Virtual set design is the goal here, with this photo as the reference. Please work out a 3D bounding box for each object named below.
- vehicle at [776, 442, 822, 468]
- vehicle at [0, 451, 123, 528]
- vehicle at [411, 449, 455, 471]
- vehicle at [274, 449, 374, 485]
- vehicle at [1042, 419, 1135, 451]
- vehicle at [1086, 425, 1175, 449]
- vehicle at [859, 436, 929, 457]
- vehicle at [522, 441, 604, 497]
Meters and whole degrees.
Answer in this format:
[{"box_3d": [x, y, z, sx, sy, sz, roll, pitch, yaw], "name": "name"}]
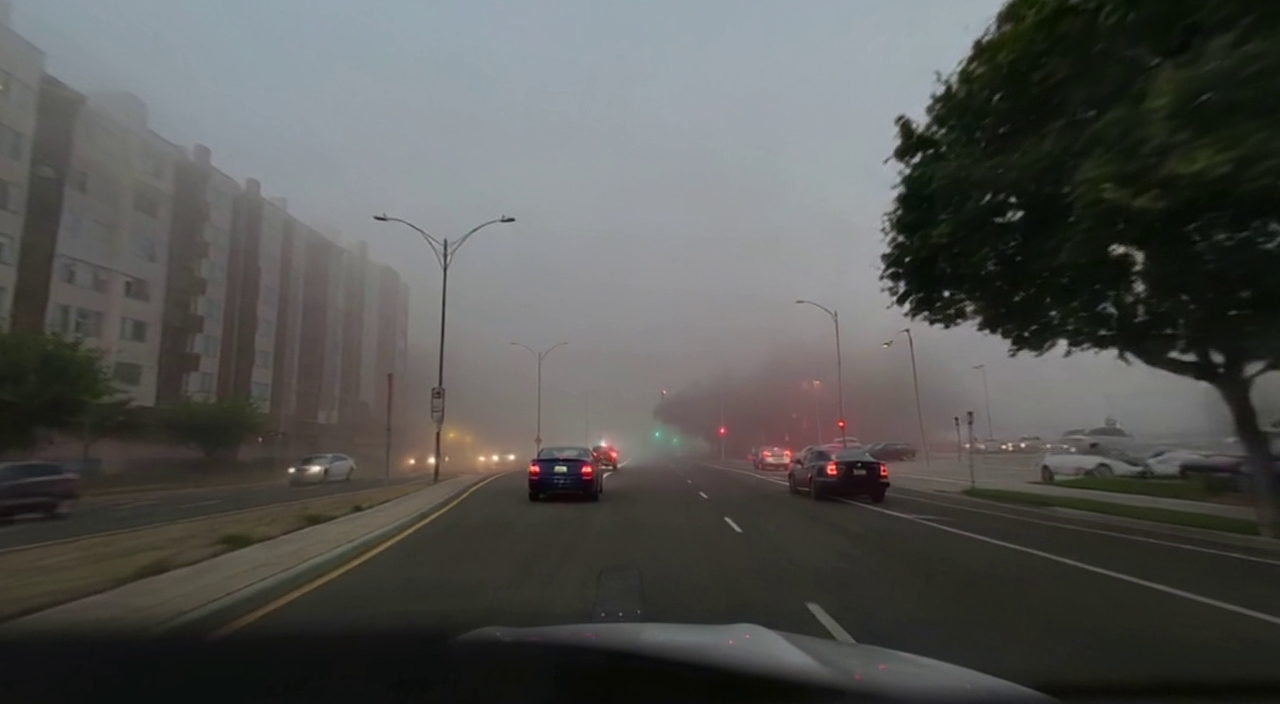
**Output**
[{"box_3d": [10.826, 7.009, 43.311, 1.975, 1.677, 4.400, 0, -9, -1], "name": "vehicle"}, {"box_3d": [-13.539, 2.820, 13.099, 1.882, 1.475, 4.522, 0, -9, -1], "name": "vehicle"}, {"box_3d": [-14.245, 7.448, 43.645, 1.808, 1.444, 3.609, 0, -9, 0], "name": "vehicle"}, {"box_3d": [-14.269, 5.179, 28.896, 2.149, 1.468, 4.707, 0, -9, 0], "name": "vehicle"}, {"box_3d": [33.791, 6.296, 47.689, 5.156, 2.086, 2.144, -3, -10, 2], "name": "vehicle"}, {"box_3d": [34.381, 5.979, 44.348, 4.531, 1.596, 1.929, -1, -9, 2], "name": "vehicle"}, {"box_3d": [18.929, 7.083, 47.233, 4.416, 1.519, 1.988, -1, -9, 3], "name": "vehicle"}, {"box_3d": [-2.188, 3.440, 18.987, 2.144, 1.447, 4.421, 0, -9, -4], "name": "vehicle"}]
